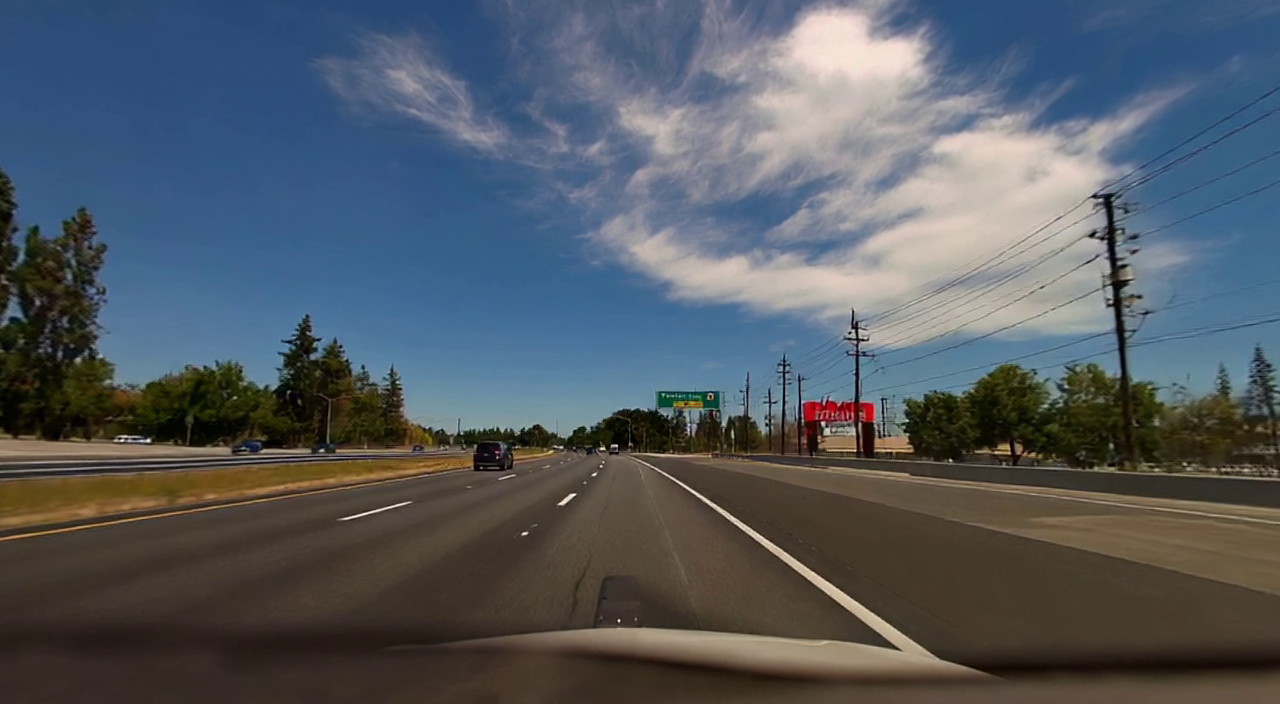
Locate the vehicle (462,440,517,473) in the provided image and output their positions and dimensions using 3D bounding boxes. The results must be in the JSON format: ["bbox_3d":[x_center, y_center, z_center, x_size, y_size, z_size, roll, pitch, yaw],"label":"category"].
[{"bbox_3d":[-8.263,5.766,35.056,2.053,1.682,4.423,0,-8,-1],"label":"vehicle"}]

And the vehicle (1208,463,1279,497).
[{"bbox_3d":[40.521,8.218,40.643,2.161,1.950,5.677,1,-9,-8],"label":"vehicle"}]
